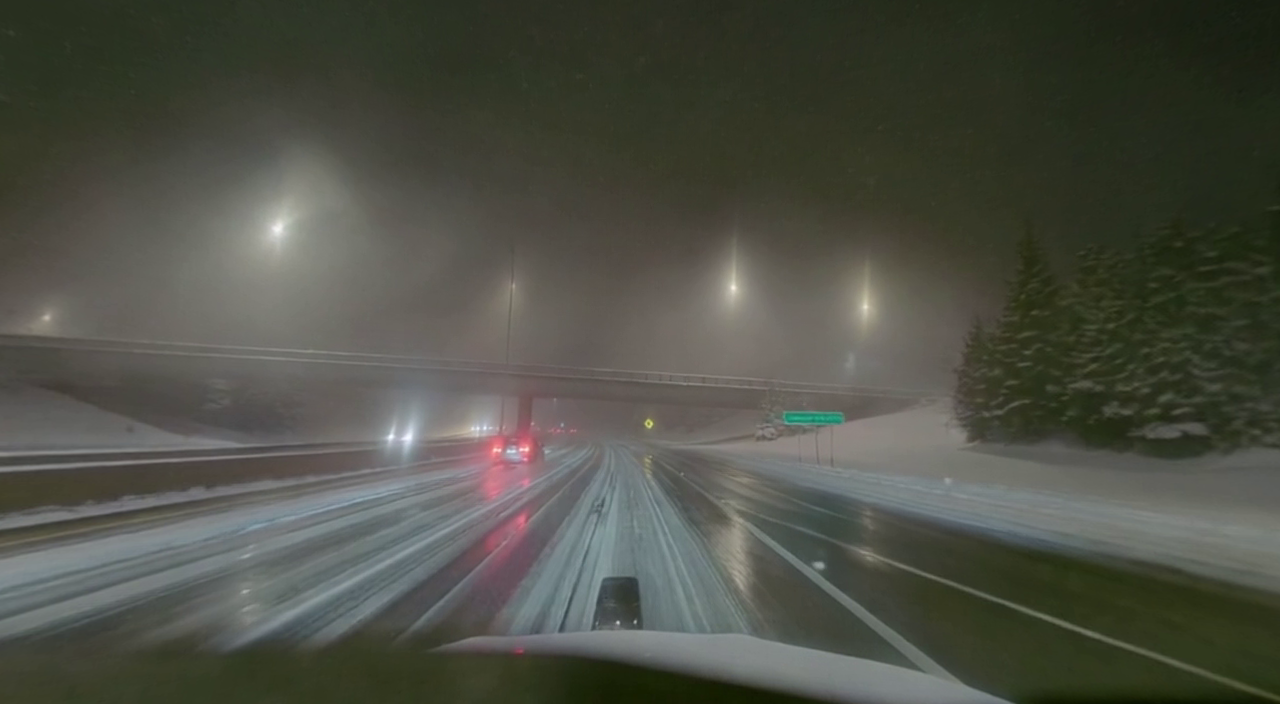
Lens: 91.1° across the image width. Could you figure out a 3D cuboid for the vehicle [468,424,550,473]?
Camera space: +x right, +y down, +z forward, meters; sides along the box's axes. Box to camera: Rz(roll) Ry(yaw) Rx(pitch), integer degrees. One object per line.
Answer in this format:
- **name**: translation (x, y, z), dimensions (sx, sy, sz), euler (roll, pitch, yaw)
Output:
- **vehicle**: translation (-4.773, 3.594, 23.729), dimensions (2.123, 1.601, 4.887), euler (0, -8, -1)
